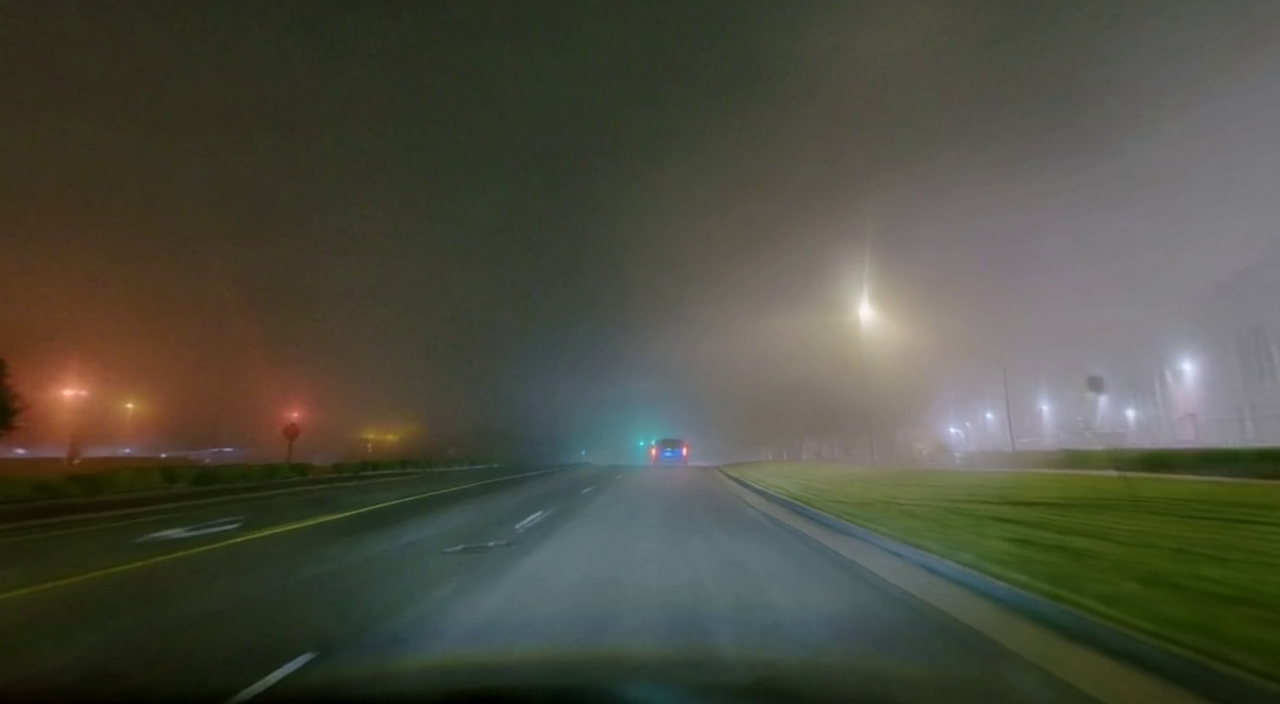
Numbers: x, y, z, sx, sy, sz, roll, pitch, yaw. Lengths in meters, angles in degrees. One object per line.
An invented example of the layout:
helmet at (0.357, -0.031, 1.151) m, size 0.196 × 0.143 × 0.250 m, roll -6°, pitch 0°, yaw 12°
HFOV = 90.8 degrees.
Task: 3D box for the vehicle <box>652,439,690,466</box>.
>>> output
vehicle at (2.215, 7.060, 44.399) m, size 2.370 × 1.781 × 4.440 m, roll -1°, pitch -9°, yaw 6°
